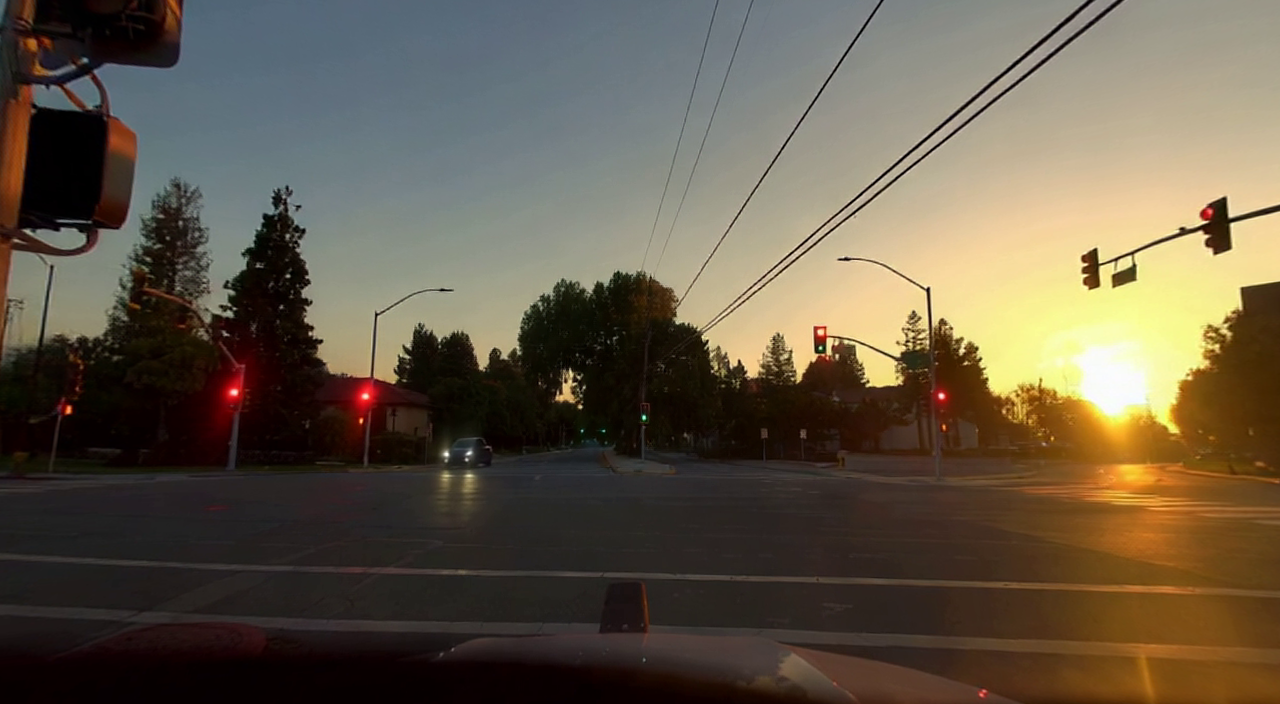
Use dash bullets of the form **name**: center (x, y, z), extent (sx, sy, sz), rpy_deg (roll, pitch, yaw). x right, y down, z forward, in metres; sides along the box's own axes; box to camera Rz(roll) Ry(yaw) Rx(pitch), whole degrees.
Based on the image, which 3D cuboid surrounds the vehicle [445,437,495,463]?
- **vehicle**: center (-12.581, 7.286, 46.970), extent (2.238, 1.827, 5.007), rpy_deg (0, -8, 1)
